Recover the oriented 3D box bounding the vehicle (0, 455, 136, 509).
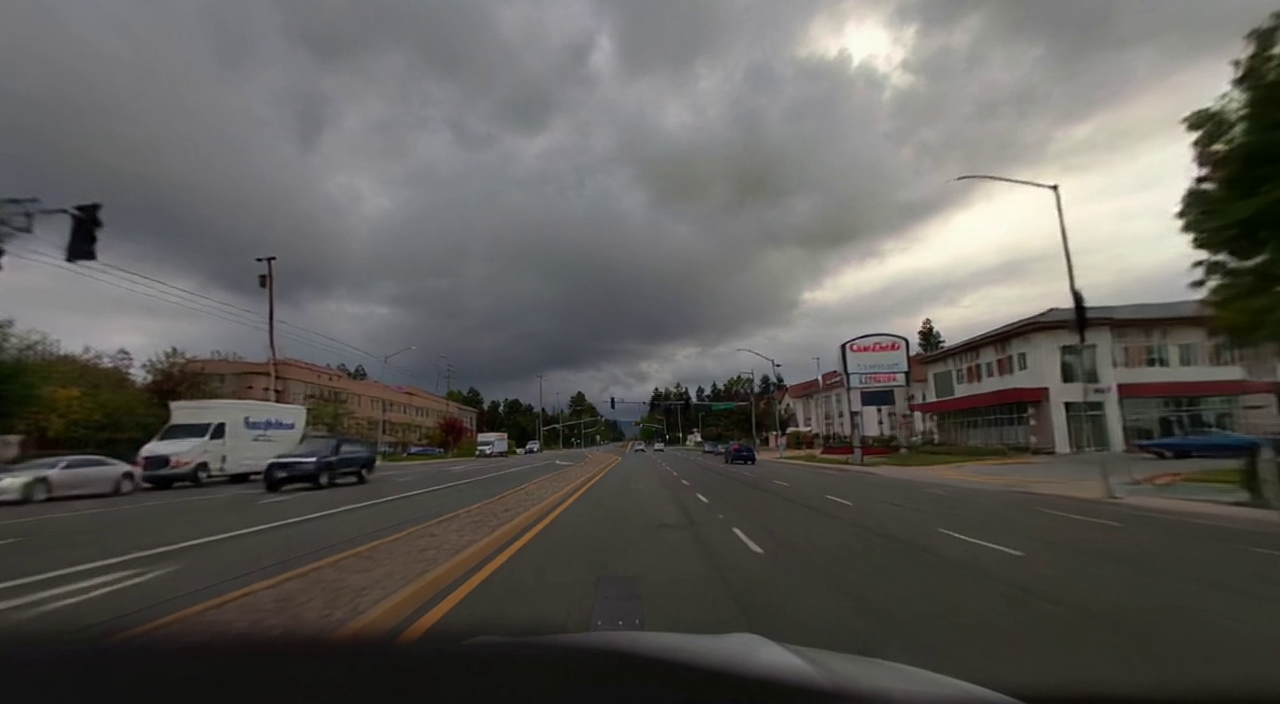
[{"bbox_3d":[-18.956,4.065,20.220,1.950,1.464,4.414,0,-9,0],"label":"vehicle"}]

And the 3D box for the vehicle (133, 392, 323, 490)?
[{"bbox_3d":[-18.761,4.219,29.802,2.982,3.900,8.593,0,-9,1],"label":"vehicle"}]

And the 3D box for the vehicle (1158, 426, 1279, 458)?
[{"bbox_3d":[29.772,4.710,32.764,1.796,1.485,4.667,-1,-9,0],"label":"vehicle"}]

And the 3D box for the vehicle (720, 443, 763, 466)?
[{"bbox_3d":[6.496,6.630,41.022,1.916,1.437,4.327,0,-9,-2],"label":"vehicle"}]

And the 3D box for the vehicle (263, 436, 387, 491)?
[{"bbox_3d":[-11.575,4.119,23.708,2.134,1.806,4.843,0,-9,0],"label":"vehicle"}]
